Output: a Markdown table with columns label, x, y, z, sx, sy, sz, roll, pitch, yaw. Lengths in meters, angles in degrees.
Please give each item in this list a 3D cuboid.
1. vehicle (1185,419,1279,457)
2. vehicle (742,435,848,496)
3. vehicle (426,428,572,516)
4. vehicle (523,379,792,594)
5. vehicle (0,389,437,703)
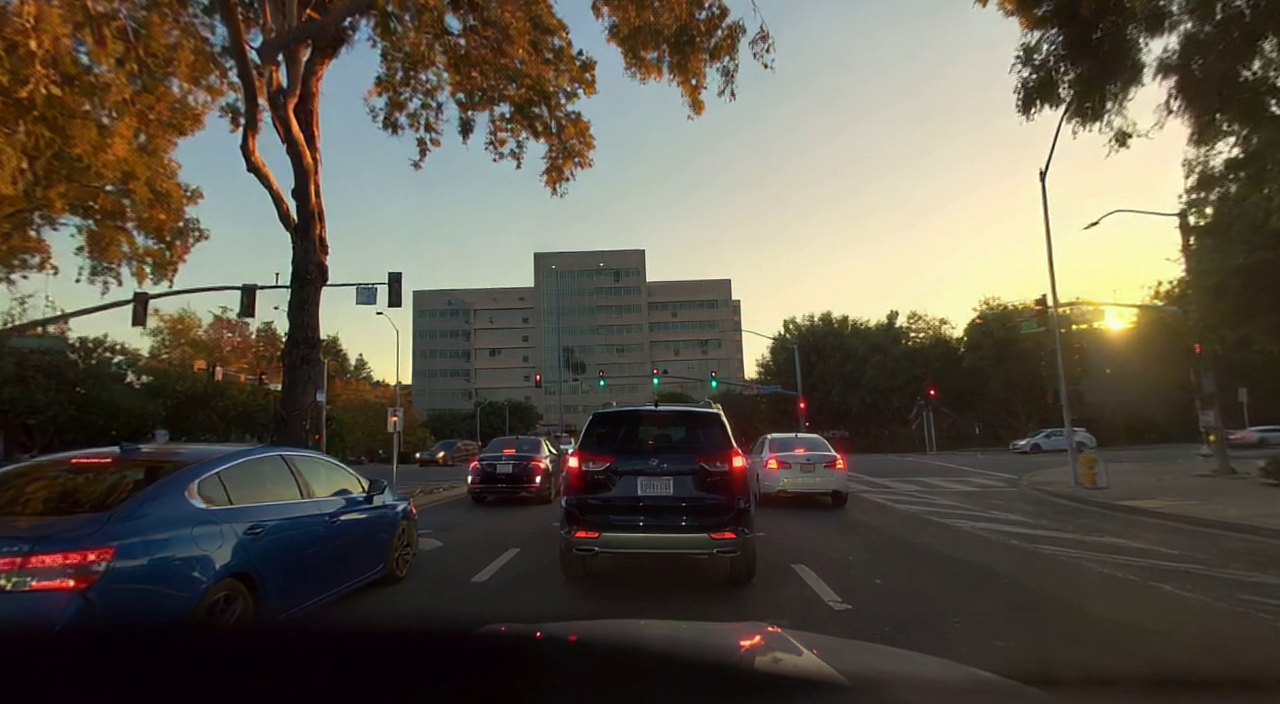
| label | x | y | z | sx | sy | sz | roll | pitch | yaw |
| --- | --- | --- | --- | --- | --- | --- | --- | --- | --- |
| vehicle | 26.991 | 3.786 | 27.577 | 4.026 | 1.573 | 2.271 | -1 | -8 | 6 |
| vehicle | 4.097 | 3.060 | 17.345 | 1.979 | 1.453 | 4.011 | 0 | -8 | 1 |
| vehicle | -2.688 | 2.386 | 13.059 | 1.851 | 1.502 | 4.042 | 0 | -8 | 4 |
| vehicle | 0.203 | 1.467 | 7.667 | 2.300 | 1.832 | 4.331 | 0 | -8 | 1 |
| vehicle | -3.226 | 1.197 | 4.405 | 1.958 | 1.494 | 4.624 | 0 | -8 | 2 |
